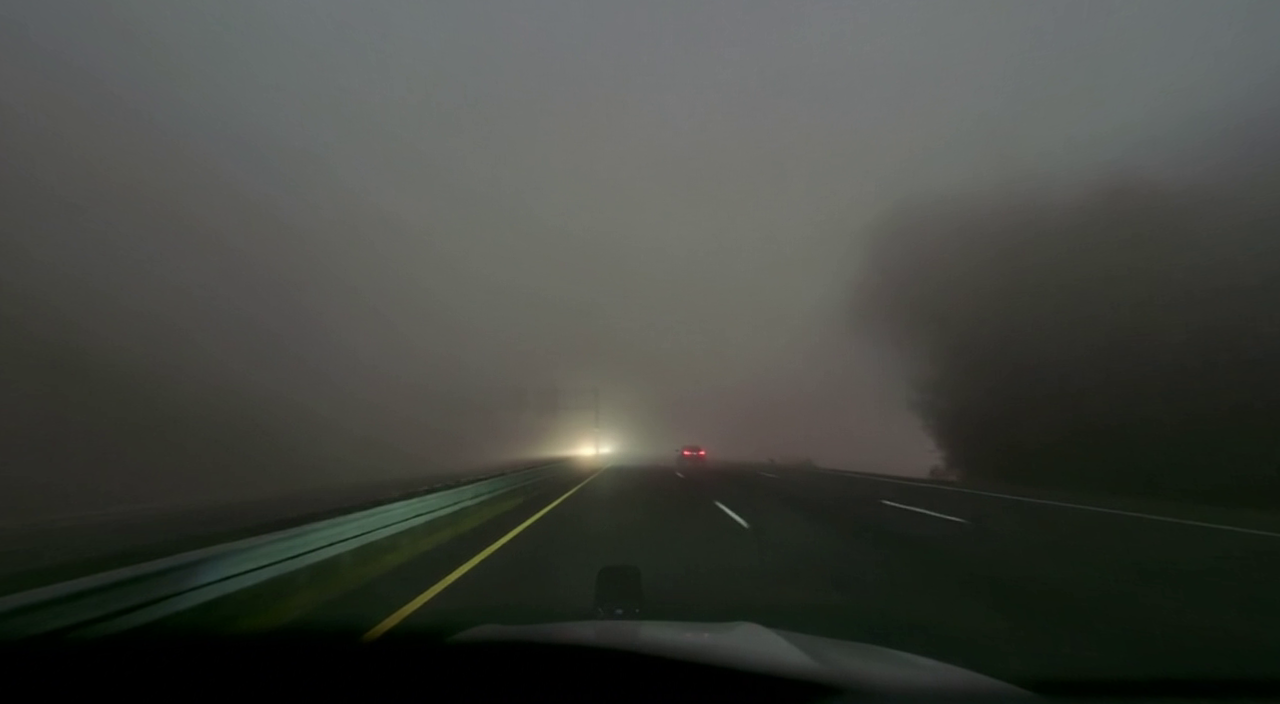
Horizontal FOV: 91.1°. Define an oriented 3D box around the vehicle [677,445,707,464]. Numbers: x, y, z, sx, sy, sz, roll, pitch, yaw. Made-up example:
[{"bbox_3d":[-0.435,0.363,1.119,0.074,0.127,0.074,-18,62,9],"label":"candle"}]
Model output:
[{"bbox_3d":[3.981,7.910,48.499,1.923,1.408,3.835,0,-9,-1],"label":"vehicle"}]
